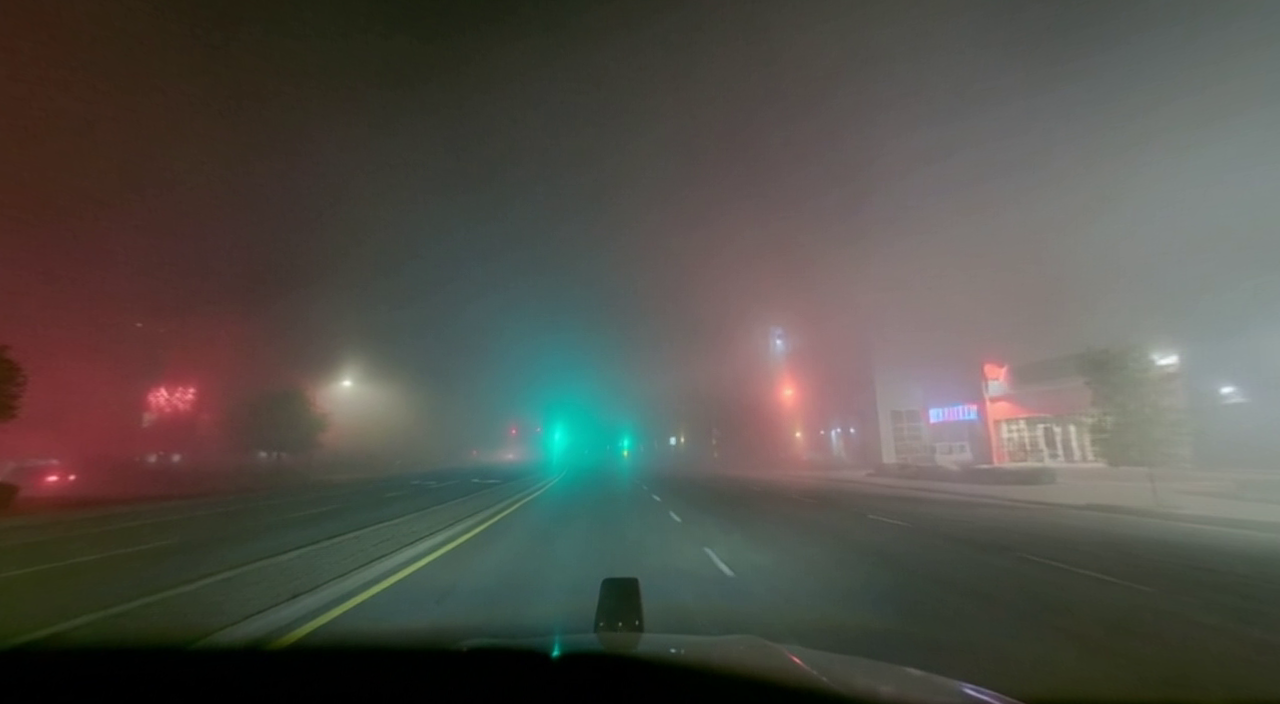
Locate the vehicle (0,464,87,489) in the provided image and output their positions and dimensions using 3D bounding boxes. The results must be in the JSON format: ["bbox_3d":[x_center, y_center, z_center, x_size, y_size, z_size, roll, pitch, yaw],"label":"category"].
[{"bbox_3d":[-39.717,8.245,41.988,3.994,1.491,1.730,4,-9,-24],"label":"vehicle"}]
